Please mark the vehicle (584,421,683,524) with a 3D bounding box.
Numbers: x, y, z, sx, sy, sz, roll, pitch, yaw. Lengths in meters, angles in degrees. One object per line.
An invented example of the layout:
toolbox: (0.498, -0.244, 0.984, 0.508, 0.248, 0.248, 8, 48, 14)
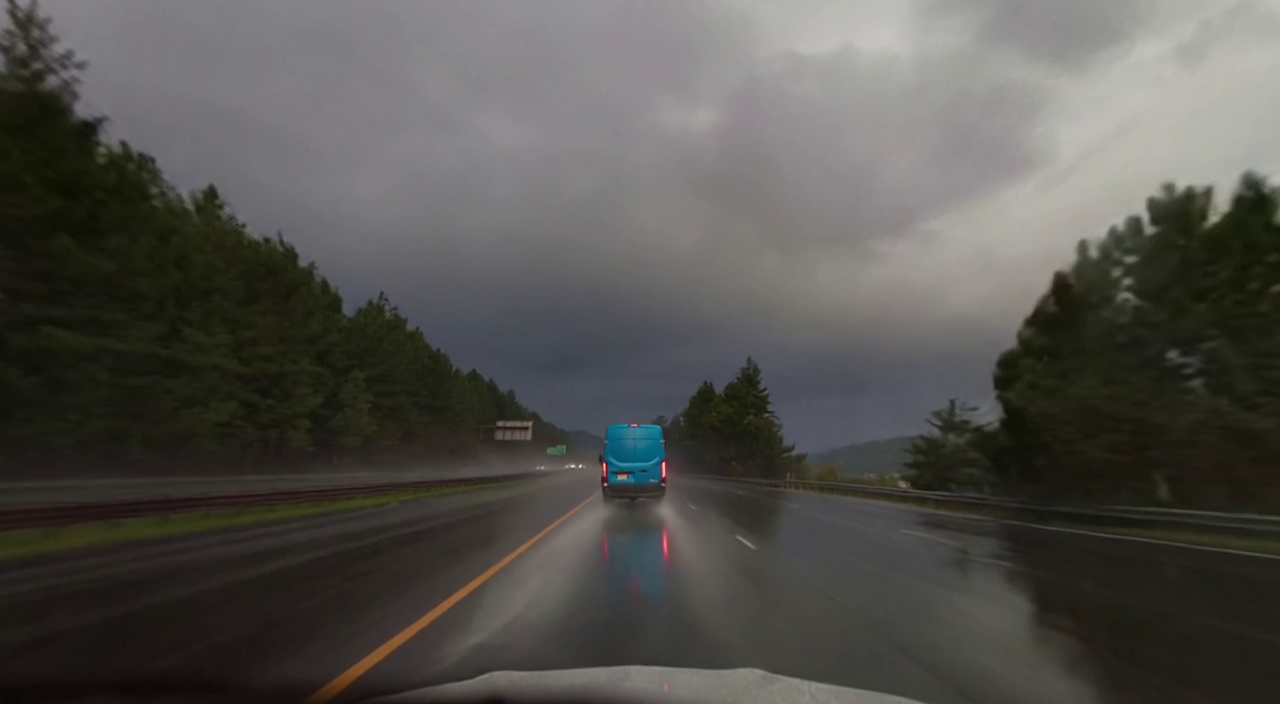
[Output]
vehicle: (-0.240, 3.464, 18.370, 2.375, 2.432, 6.161, 1, -10, -2)
